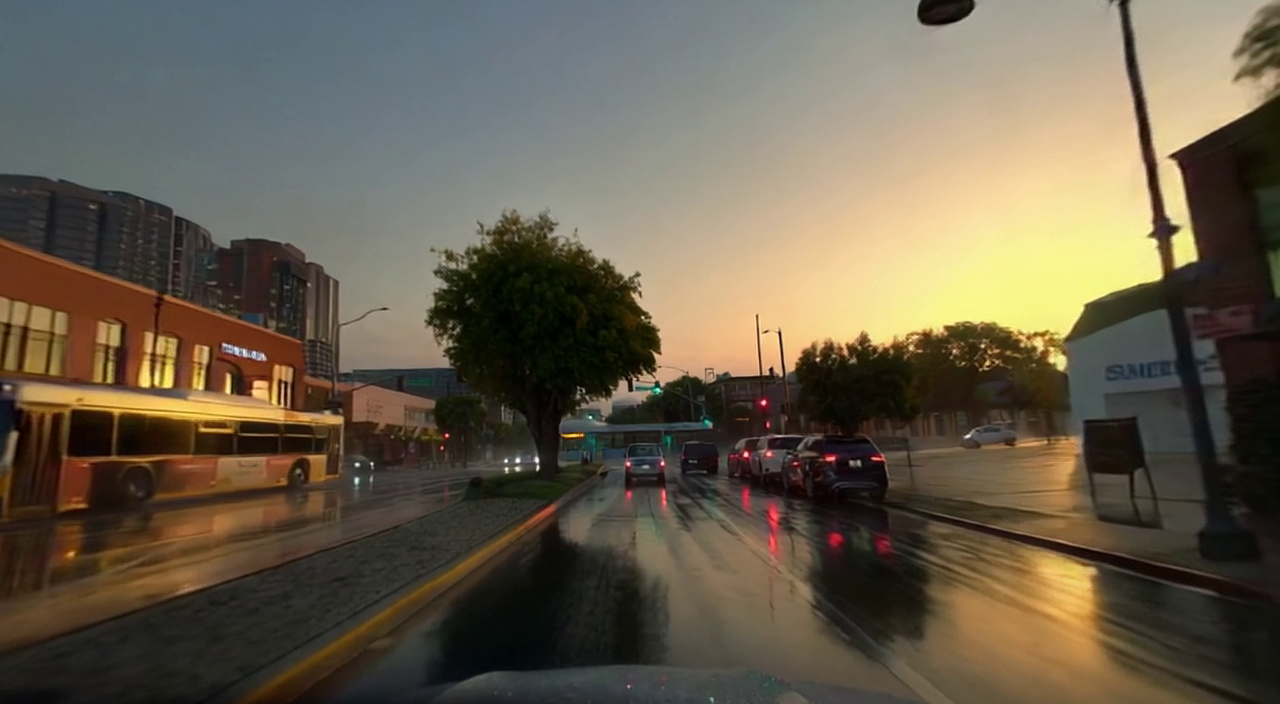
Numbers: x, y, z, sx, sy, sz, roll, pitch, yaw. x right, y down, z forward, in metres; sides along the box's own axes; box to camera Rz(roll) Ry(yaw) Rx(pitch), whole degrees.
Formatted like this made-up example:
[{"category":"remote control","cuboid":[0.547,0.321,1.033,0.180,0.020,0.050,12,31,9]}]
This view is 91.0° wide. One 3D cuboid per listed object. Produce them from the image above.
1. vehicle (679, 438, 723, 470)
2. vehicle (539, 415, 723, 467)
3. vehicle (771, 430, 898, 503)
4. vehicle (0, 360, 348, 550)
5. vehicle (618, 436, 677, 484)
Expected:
[{"category":"vehicle","cuboid":[3.332,5.680,35.149,2.222,1.688,3.952,0,-9,3]},{"category":"vehicle","cuboid":[-0.579,6.522,46.121,12.978,3.538,3.117,0,-9,4]},{"category":"vehicle","cuboid":[5.031,3.029,17.035,2.014,1.681,4.332,0,-9,-1]},{"category":"vehicle","cuboid":[-12.794,2.757,17.476,3.356,3.365,12.460,0,-9,0]},{"category":"vehicle","cuboid":[0.215,4.225,24.879,2.089,1.699,4.650,1,-9,-1]}]
